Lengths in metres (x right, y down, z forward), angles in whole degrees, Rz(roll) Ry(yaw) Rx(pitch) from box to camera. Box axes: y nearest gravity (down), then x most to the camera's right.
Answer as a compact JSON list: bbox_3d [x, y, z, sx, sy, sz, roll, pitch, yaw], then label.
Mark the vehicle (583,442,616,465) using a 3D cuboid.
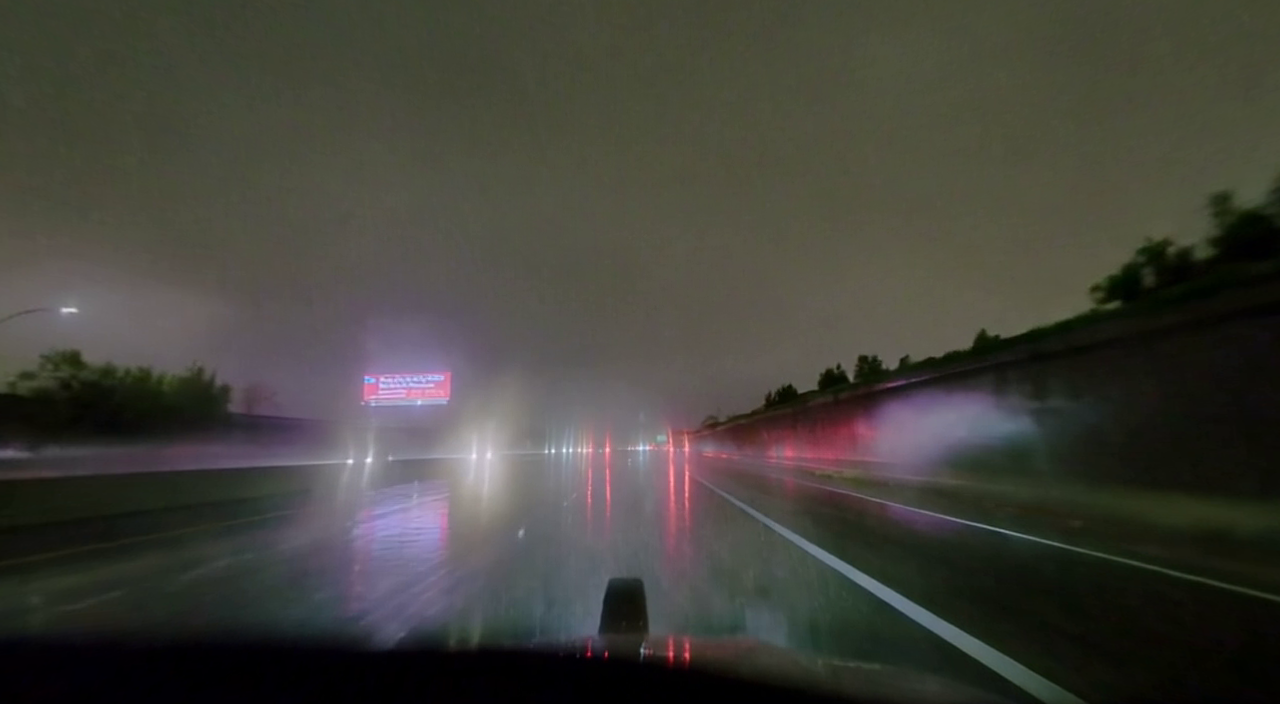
[{"bbox_3d":[-3.117,7.976,49.695,2.319,1.738,4.355,0,-8,0],"label":"vehicle"}]
